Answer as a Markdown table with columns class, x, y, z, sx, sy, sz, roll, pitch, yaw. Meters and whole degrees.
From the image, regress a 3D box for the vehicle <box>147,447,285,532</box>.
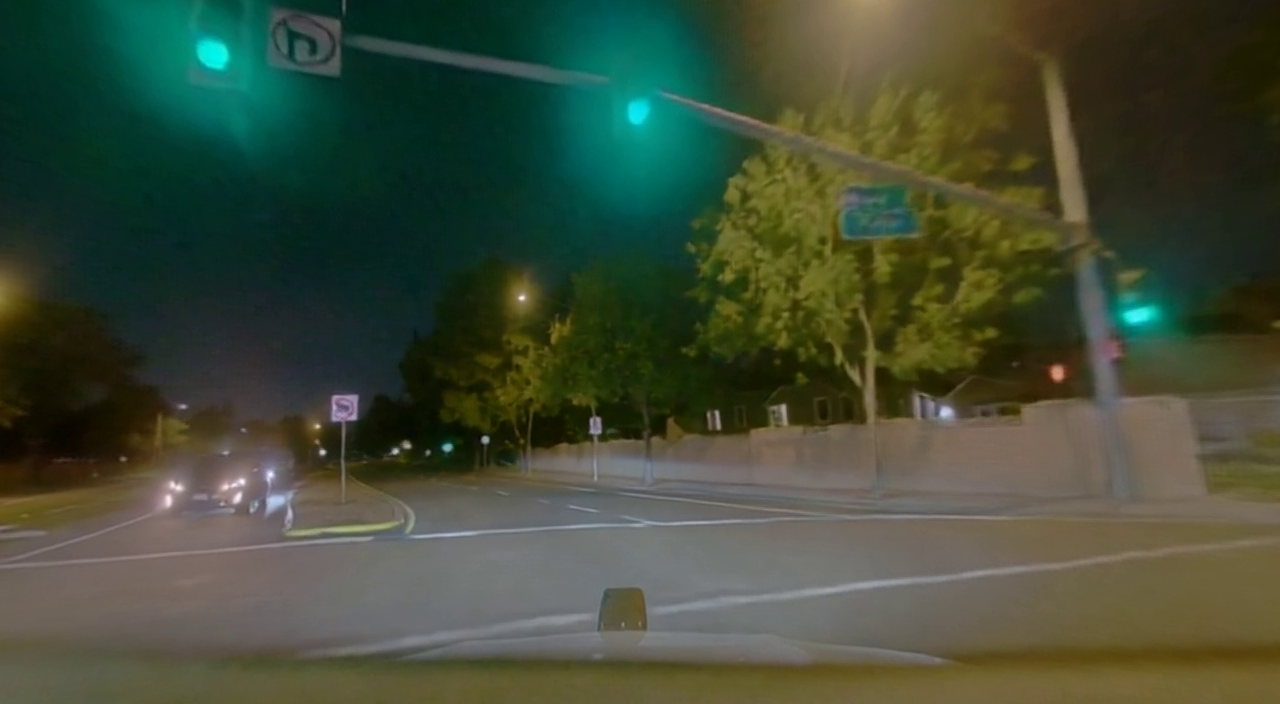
| class | x | y | z | sx | sy | sz | roll | pitch | yaw |
| --- | --- | --- | --- | --- | --- | --- | --- | --- | --- |
| vehicle | -9.192 | 2.905 | 14.027 | 1.912 | 1.464 | 4.652 | 3 | -9 | -27 |
